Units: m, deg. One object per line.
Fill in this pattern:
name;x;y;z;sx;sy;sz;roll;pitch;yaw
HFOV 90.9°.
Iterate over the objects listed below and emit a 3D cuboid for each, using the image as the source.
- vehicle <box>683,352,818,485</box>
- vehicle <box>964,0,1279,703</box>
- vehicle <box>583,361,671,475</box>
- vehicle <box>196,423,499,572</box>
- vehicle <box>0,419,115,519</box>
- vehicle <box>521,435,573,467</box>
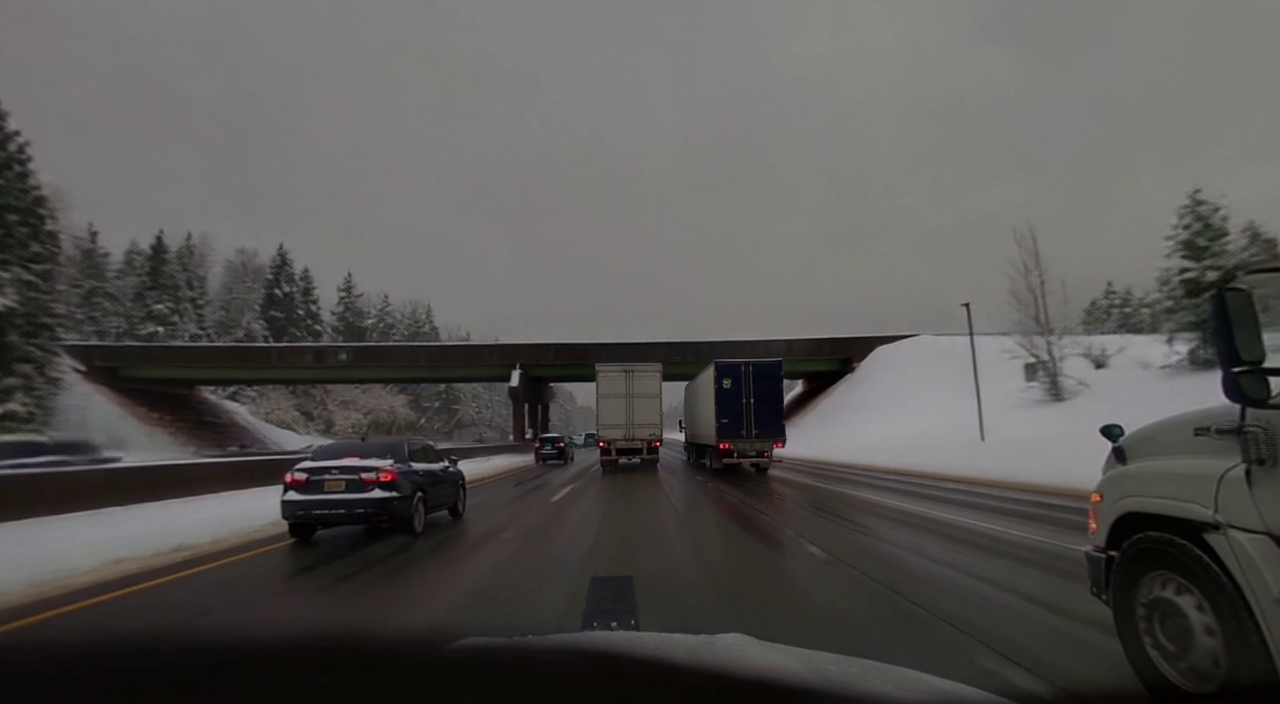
vehicle;3.625;2.696;24.257;2.817;3.886;11.491;0;-8;-1
vehicle;3.937;-0.428;1.398;3.074;3.896;5.910;0;-8;-1
vehicle;-0.505;3.051;27.760;3.090;4.065;10.702;0;-8;-1
vehicle;-3.404;1.750;8.582;1.894;1.460;4.662;0;-8;0
vehicle;-11.380;1.894;10.173;1.925;1.607;4.500;0;-8;0
vehicle;-4.458;4.799;30.832;2.049;1.483;3.786;0;-8;-1
